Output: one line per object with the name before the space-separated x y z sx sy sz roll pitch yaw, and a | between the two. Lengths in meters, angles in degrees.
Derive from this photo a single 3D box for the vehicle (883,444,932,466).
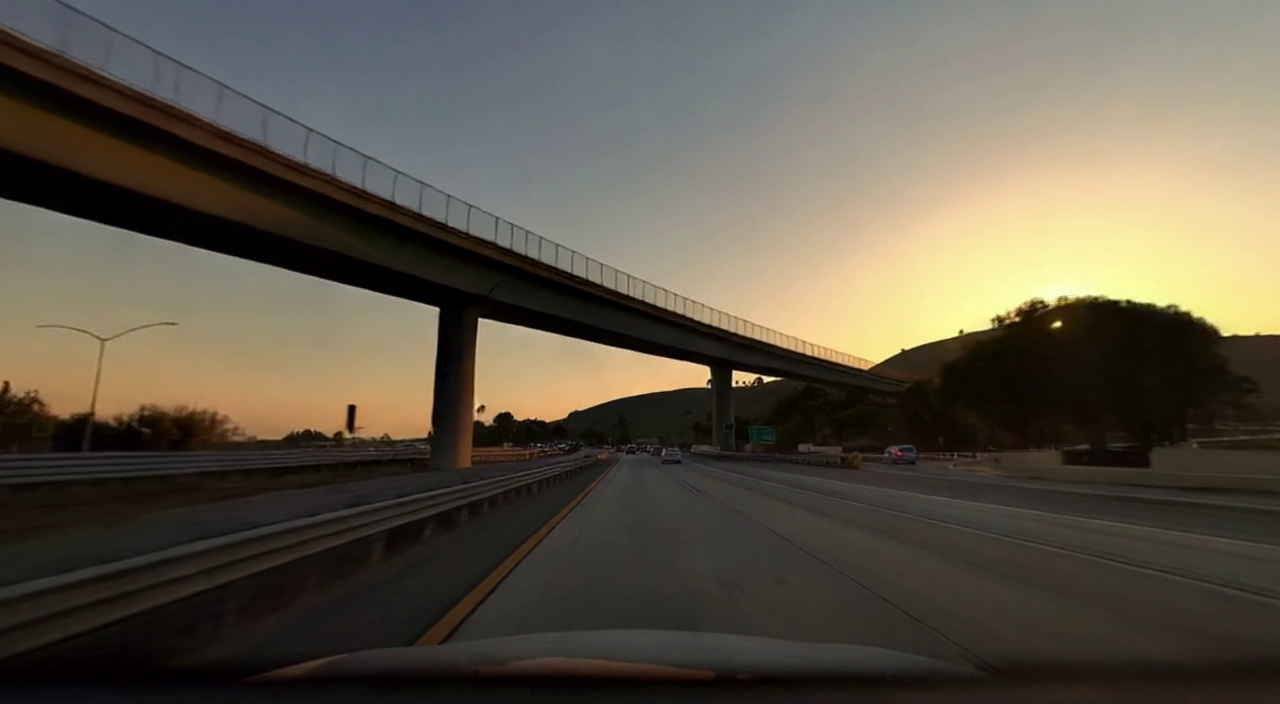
vehicle | 20.721 7.976 49.074 1.924 1.594 4.293 -1 -8 0

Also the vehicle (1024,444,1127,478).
vehicle | 21.153 5.296 30.956 1.885 1.510 4.372 0 -9 0
